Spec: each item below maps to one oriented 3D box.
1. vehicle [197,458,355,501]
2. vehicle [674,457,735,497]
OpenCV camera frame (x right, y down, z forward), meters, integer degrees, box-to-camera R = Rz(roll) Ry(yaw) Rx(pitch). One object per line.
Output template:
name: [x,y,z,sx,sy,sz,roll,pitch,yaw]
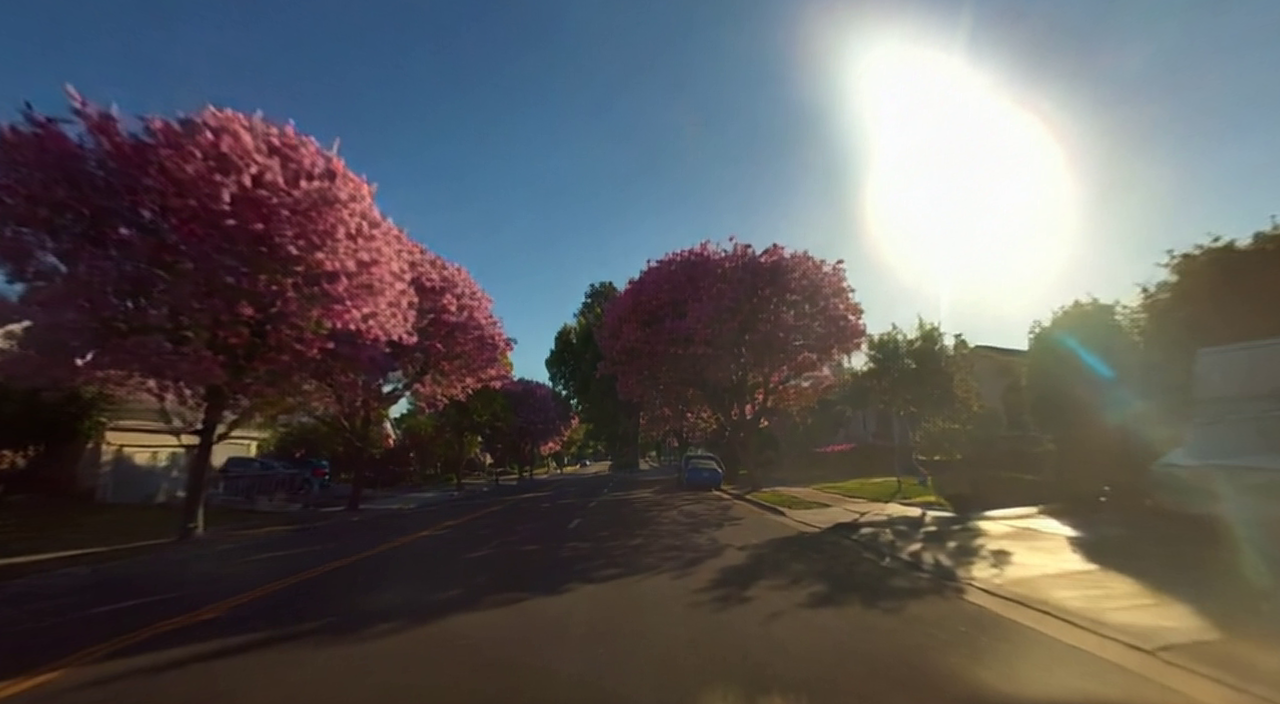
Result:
vehicle: [-16.717,5.864,29.284,5.902,1.796,2.183,0,-9,-3]
vehicle: [2.658,5.301,27.106,2.022,1.455,4.406,0,-9,-2]
